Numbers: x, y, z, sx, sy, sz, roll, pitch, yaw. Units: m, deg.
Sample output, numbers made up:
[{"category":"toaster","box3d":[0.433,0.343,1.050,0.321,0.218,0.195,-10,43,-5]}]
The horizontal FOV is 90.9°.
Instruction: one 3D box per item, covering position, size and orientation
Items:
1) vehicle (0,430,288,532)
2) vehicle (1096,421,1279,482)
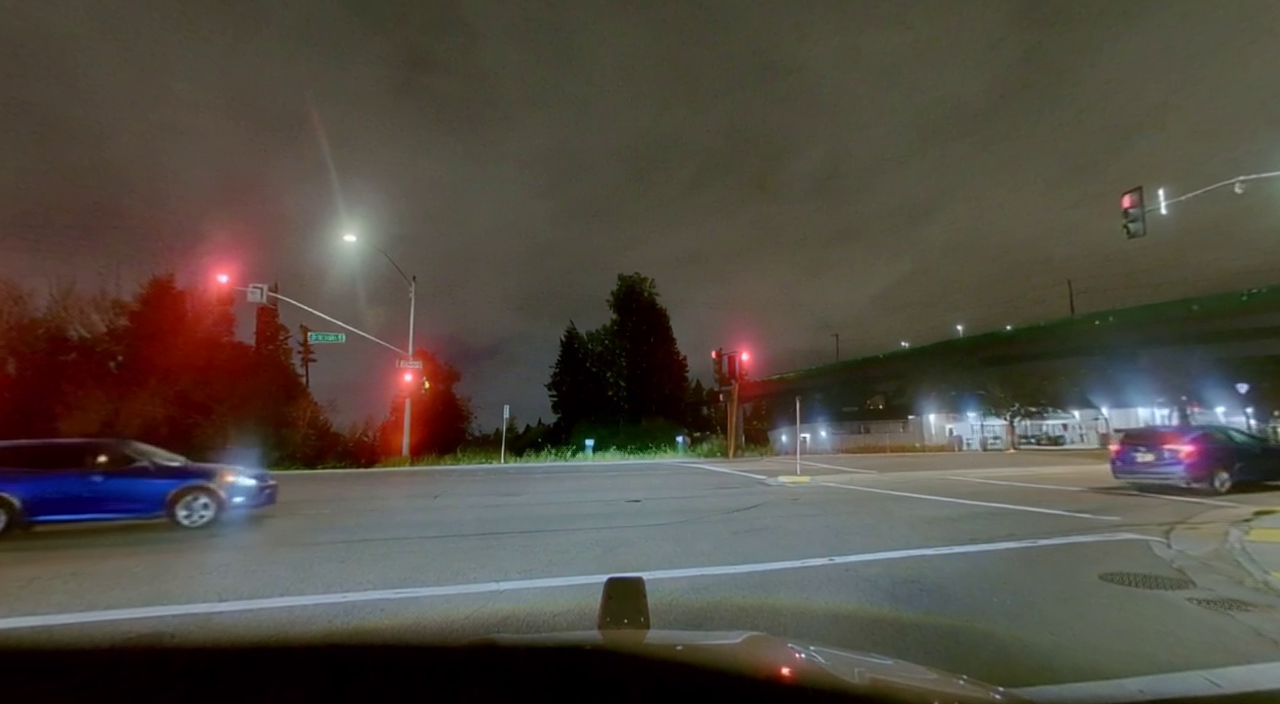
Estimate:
[{"category":"vehicle","box3d":[-8.767,2.079,10.523,4.610,1.476,2.021,2,-9,-15]},{"category":"vehicle","box3d":[14.757,2.563,16.436,4.757,1.442,1.858,2,-9,-14]}]
